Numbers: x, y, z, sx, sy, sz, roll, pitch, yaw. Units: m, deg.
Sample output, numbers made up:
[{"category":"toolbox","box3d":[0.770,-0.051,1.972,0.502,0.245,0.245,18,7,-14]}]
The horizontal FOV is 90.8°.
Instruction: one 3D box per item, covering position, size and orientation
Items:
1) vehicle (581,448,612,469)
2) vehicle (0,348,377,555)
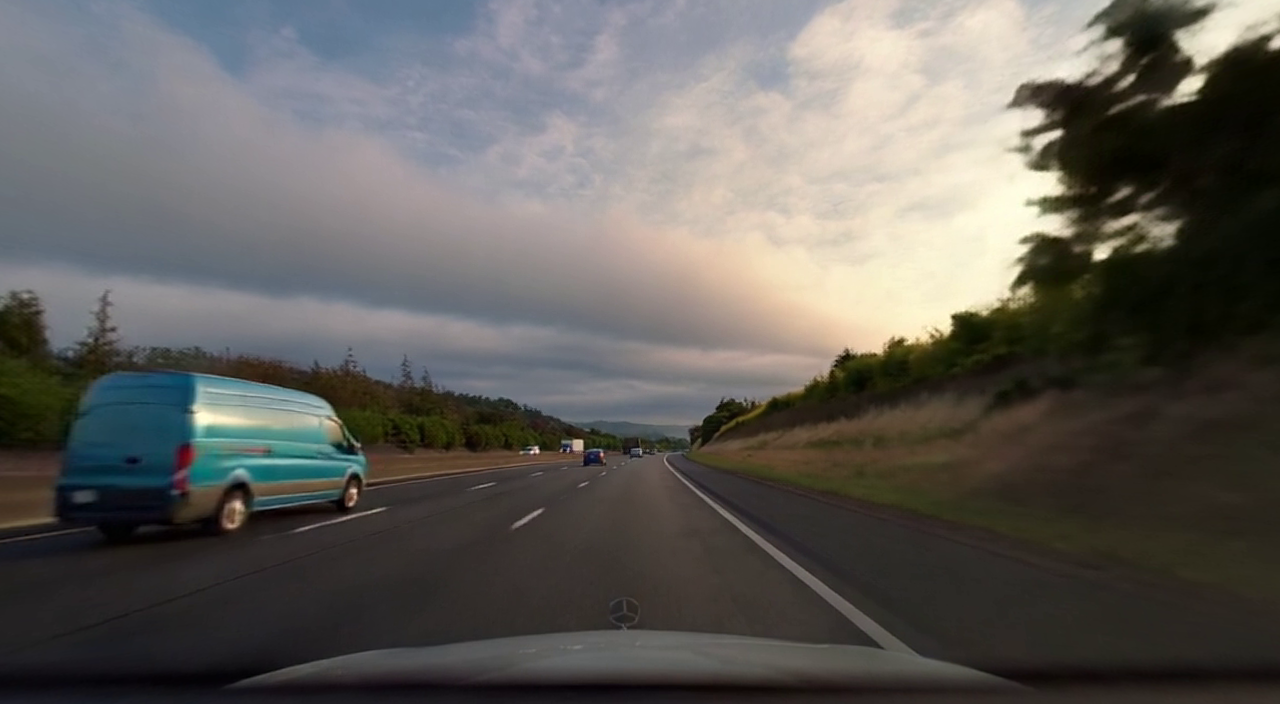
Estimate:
[{"category":"vehicle","box3d":[-3.012,7.545,44.860,1.858,1.459,4.091,0,-9,1]},{"category":"vehicle","box3d":[-7.029,1.648,10.639,2.449,2.471,6.130,0,-9,0]}]
